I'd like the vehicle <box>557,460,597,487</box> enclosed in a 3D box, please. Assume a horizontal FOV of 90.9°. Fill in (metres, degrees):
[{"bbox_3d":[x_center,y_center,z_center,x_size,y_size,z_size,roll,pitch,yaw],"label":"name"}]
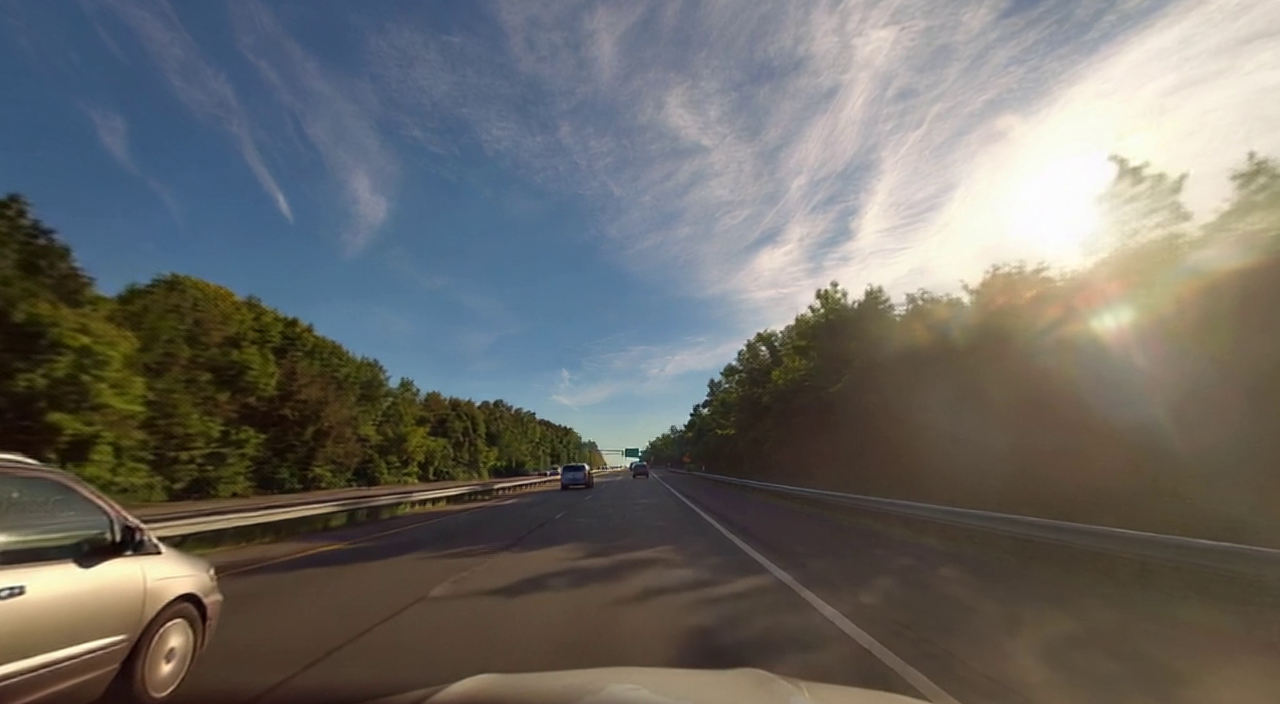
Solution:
[{"bbox_3d":[-4.006,7.826,40.632,2.081,1.586,4.245,0,-10,0],"label":"vehicle"}]
